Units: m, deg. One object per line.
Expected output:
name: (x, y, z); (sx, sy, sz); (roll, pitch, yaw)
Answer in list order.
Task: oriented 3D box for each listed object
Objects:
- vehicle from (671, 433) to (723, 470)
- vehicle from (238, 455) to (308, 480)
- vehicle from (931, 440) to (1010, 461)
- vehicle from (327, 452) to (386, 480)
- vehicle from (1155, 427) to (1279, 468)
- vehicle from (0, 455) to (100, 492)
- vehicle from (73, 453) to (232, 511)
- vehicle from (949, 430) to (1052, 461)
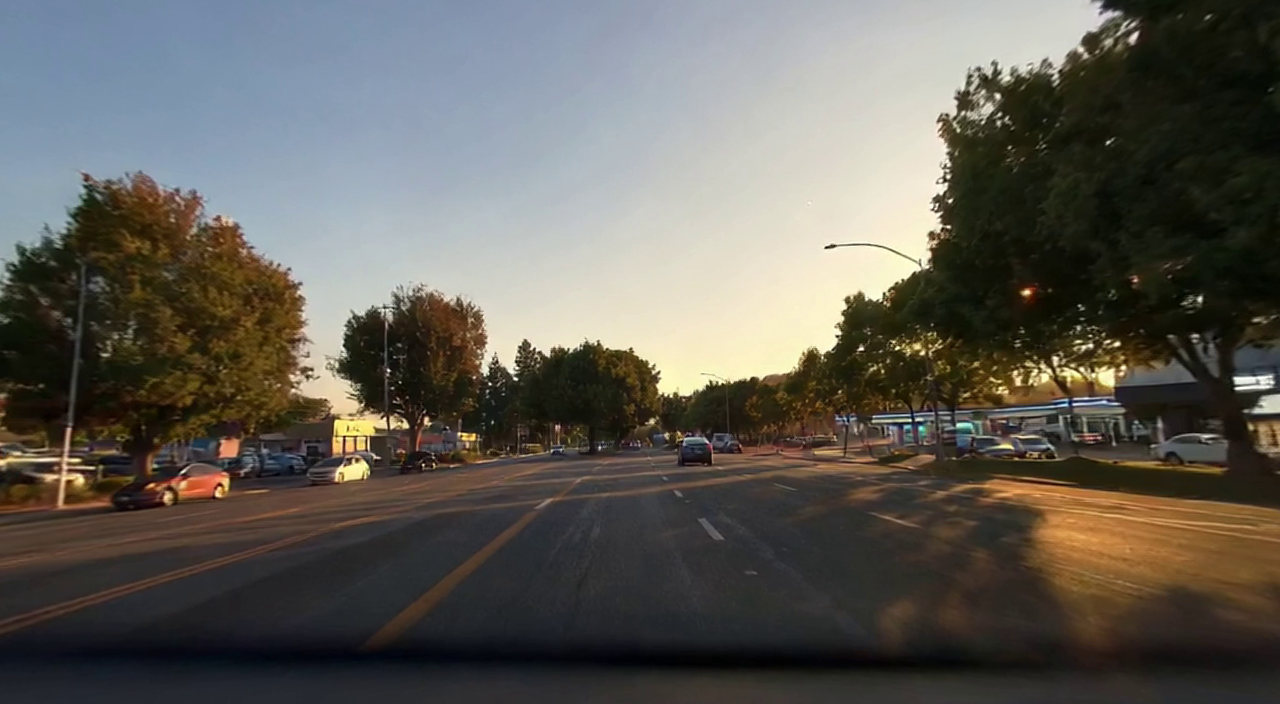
vehicle: (2.656, 4.768, 30.396); (1.957, 1.643, 4.226); (0, -9, -2)
vehicle: (-24.073, 7.568, 41.663); (1.831, 1.452, 4.727); (0, -9, -1)
vehicle: (23.180, 6.921, 44.394); (1.777, 1.432, 4.487); (7, -11, -37)
vehicle: (-17.990, 7.217, 40.294); (1.858, 1.600, 4.118); (0, -9, -1)
vehicle: (30.740, 4.941, 32.651); (2.297, 1.933, 5.803); (6, -11, -37)
vehicle: (-33.191, 6.667, 34.810); (4.705, 1.901, 2.120); (1, -9, -4)
vehicle: (-18.010, 4.774, 23.766); (1.956, 1.854, 5.008); (0, -9, 0)
vehicle: (25.884, 6.738, 45.593); (2.185, 2.098, 5.912); (6, -11, -35)
